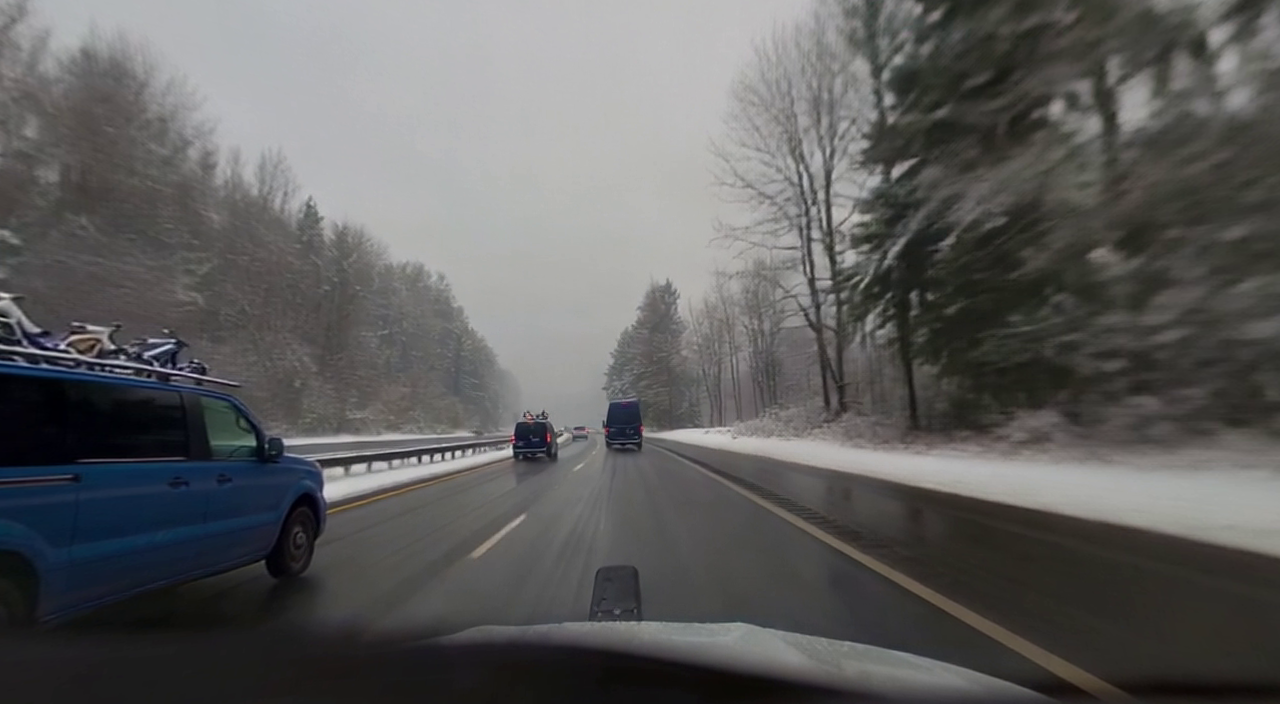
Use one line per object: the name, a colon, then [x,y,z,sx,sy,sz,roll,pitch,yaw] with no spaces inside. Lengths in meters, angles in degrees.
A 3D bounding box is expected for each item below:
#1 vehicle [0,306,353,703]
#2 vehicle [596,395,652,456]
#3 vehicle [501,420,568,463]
vehicle: [-3.704,0.812,3.501,2.069,1.751,4.720,0,-8,-1]
vehicle: [-0.885,3.969,33.562,2.647,2.896,6.480,0,-8,-2]
vehicle: [-4.307,3.751,26.454,2.110,1.636,4.453,0,-8,-1]
